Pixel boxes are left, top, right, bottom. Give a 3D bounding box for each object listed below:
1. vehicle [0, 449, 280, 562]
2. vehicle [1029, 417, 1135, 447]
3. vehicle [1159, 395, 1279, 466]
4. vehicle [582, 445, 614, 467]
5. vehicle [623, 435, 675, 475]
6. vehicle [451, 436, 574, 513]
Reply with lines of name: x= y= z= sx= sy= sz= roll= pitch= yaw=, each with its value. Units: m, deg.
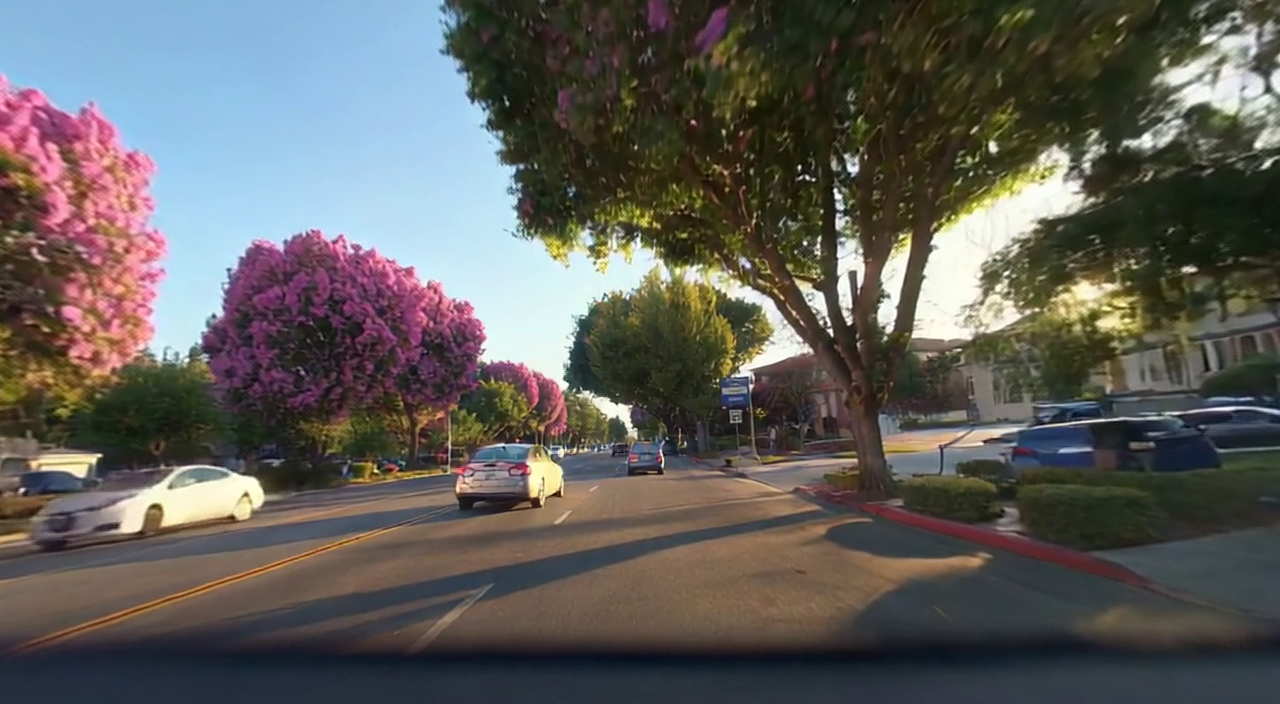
vehicle: x=-9.606 y=2.832 z=12.544 sx=2.190 sy=1.744 sz=4.612 roll=-1 pitch=-8 yaw=0
vehicle: x=23.169 y=4.277 z=33.361 sx=1.987 sy=1.465 sz=4.819 roll=0 pitch=-8 yaw=-2
vehicle: x=17.766 y=2.136 z=17.626 sx=2.025 sy=1.751 sz=5.113 roll=-5 pitch=-6 yaw=-2
vehicle: x=-2.942 y=7.362 z=44.977 sx=2.001 sy=1.431 sz=4.389 roll=-1 pitch=-8 yaw=0
vehicle: x=0.386 y=5.052 z=31.192 sx=2.376 sy=1.801 sz=4.317 roll=-1 pitch=-9 yaw=0
vehicle: x=-3.005 y=2.982 z=15.890 sx=2.167 sy=1.634 sz=4.220 roll=-1 pitch=-9 yaw=1
